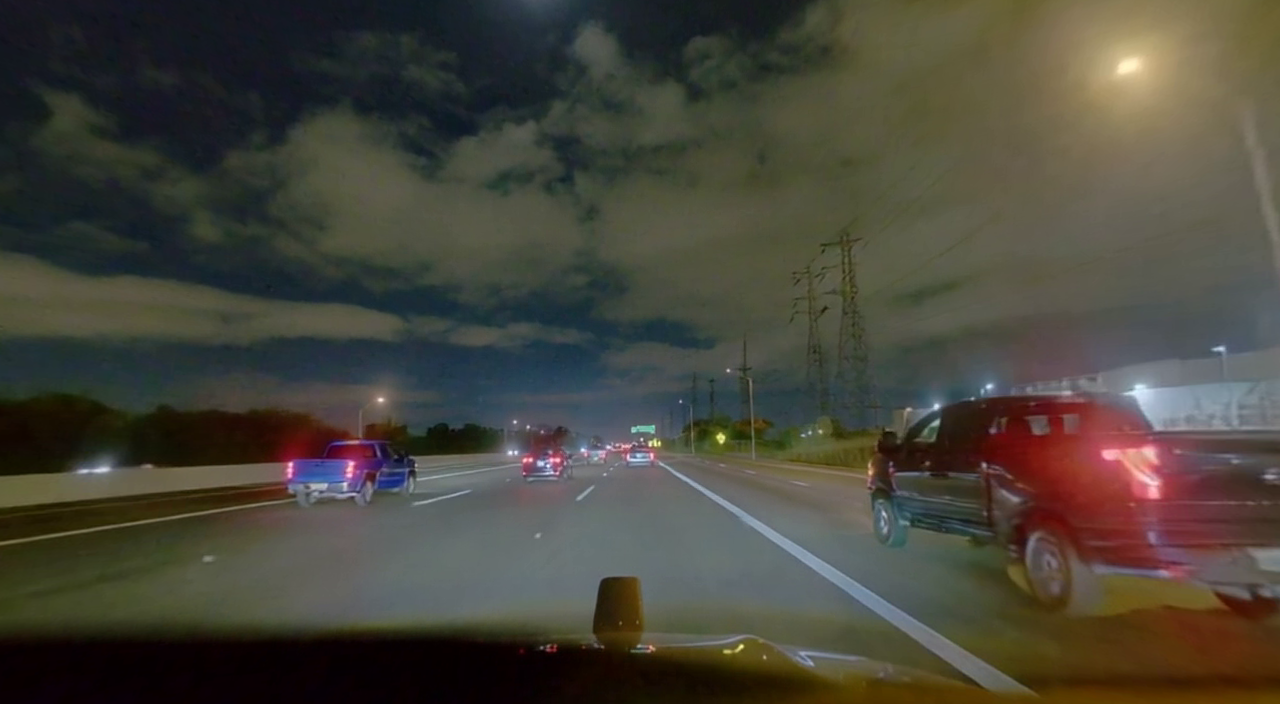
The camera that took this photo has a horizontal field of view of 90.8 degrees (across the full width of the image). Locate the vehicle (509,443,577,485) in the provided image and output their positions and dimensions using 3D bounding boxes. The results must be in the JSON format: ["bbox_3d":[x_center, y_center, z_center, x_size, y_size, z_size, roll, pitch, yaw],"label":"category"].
[{"bbox_3d":[-3.629,4.278,24.432,1.938,1.444,4.206,0,-9,0],"label":"vehicle"}]

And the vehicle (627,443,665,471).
[{"bbox_3d":[0.346,5.954,35.894,2.030,1.471,4.115,0,-9,0],"label":"vehicle"}]

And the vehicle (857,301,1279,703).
[{"bbox_3d":[3.927,1.089,5.349,2.231,1.919,5.086,0,-9,-2],"label":"vehicle"}]

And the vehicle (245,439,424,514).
[{"bbox_3d":[-7.019,2.886,15.216,1.959,1.496,4.740,0,-9,0],"label":"vehicle"}]

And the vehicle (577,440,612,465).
[{"bbox_3d":[-3.370,7.533,47.361,2.244,1.752,4.439,0,-9,0],"label":"vehicle"}]
